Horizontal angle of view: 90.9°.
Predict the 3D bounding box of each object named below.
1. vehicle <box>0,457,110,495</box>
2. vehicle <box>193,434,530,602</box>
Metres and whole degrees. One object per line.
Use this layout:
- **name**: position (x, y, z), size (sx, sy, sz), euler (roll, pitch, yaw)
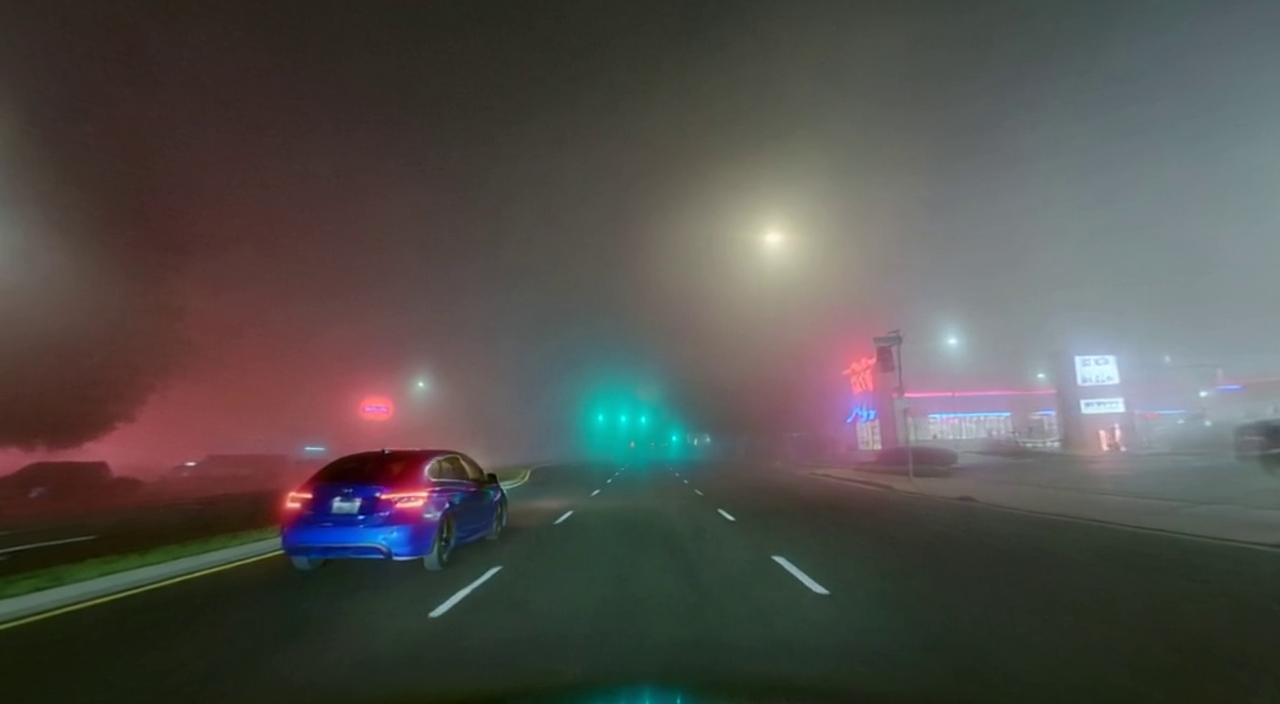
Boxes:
- **vehicle**: position (-31.171, 6.417, 32.823), size (5.009, 1.772, 2.506), euler (5, -10, -30)
- **vehicle**: position (-2.871, 1.810, 7.941), size (2.082, 1.460, 4.636), euler (0, -8, 1)
